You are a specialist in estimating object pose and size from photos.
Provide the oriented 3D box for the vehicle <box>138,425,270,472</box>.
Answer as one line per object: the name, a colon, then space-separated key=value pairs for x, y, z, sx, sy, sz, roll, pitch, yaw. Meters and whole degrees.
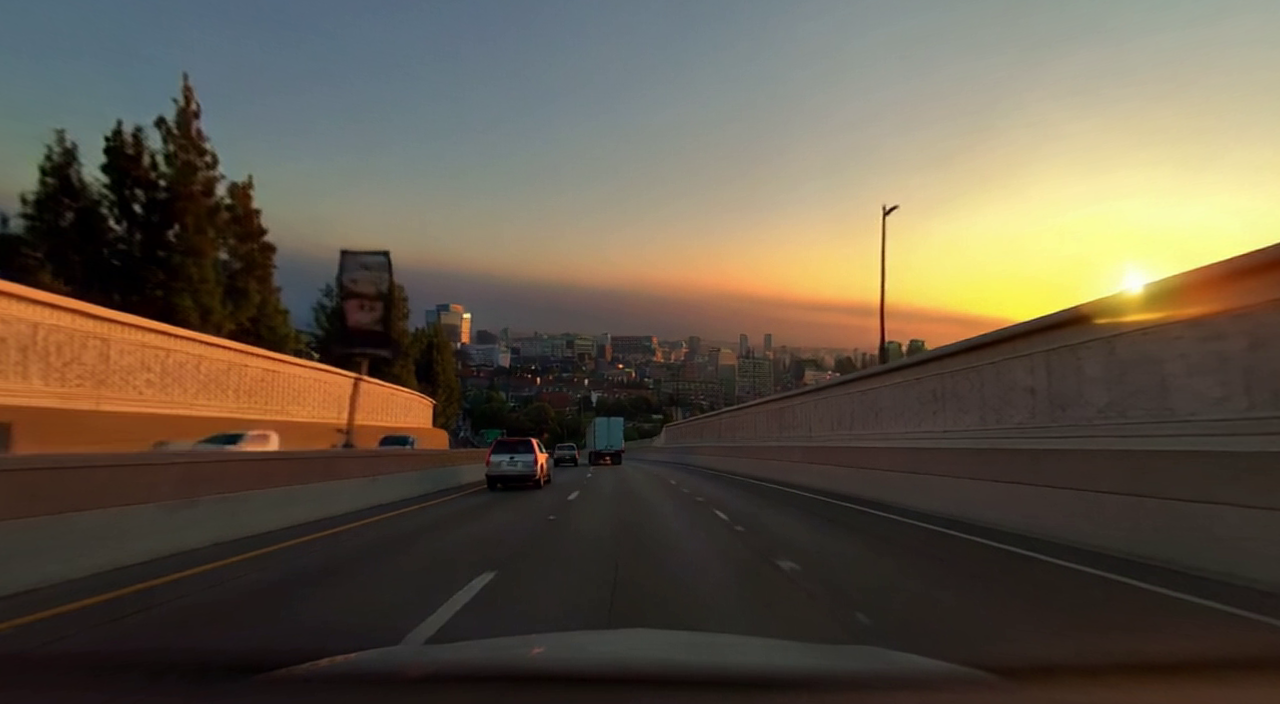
vehicle: x=-17.827 y=3.997 z=26.141 sx=2.142 sy=1.723 sz=4.781 roll=1 pitch=-9 yaw=-2

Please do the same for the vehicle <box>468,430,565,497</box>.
vehicle: x=-3.519 y=3.276 z=18.869 sx=2.041 sy=1.734 sz=4.391 roll=0 pitch=-9 yaw=-1

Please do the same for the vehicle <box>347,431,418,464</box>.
vehicle: x=-13.925 y=5.203 z=34.359 sx=2.010 sy=1.660 sz=4.699 roll=1 pitch=-9 yaw=-2
